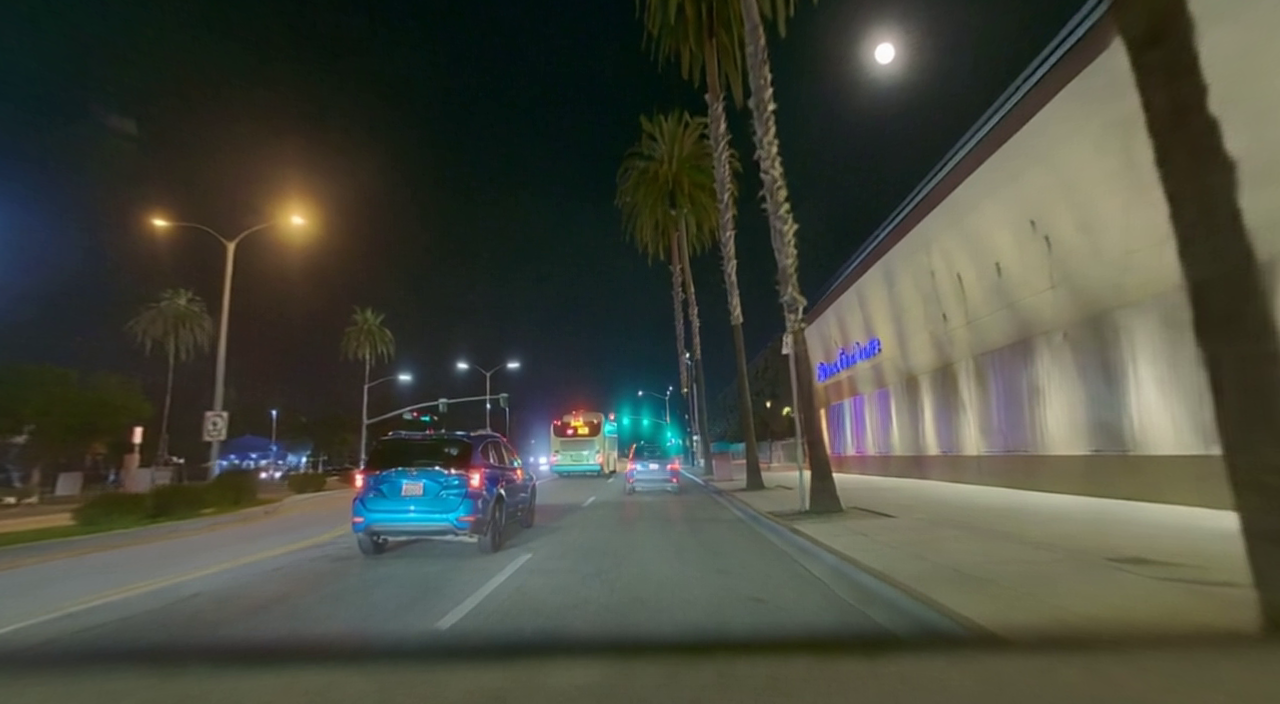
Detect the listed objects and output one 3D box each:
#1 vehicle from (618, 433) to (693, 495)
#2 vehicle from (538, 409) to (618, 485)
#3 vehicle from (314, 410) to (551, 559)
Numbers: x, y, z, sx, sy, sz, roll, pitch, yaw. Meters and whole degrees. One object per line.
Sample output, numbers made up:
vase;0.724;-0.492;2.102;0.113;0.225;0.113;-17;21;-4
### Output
vehicle;0.458;3.461;19.843;2.120;1.727;3.917;0;-9;0
vehicle;-2.678;4.511;29.919;2.775;3.064;8.297;0;-9;1
vehicle;-2.869;1.976;10.066;2.124;1.799;4.587;0;-9;1
